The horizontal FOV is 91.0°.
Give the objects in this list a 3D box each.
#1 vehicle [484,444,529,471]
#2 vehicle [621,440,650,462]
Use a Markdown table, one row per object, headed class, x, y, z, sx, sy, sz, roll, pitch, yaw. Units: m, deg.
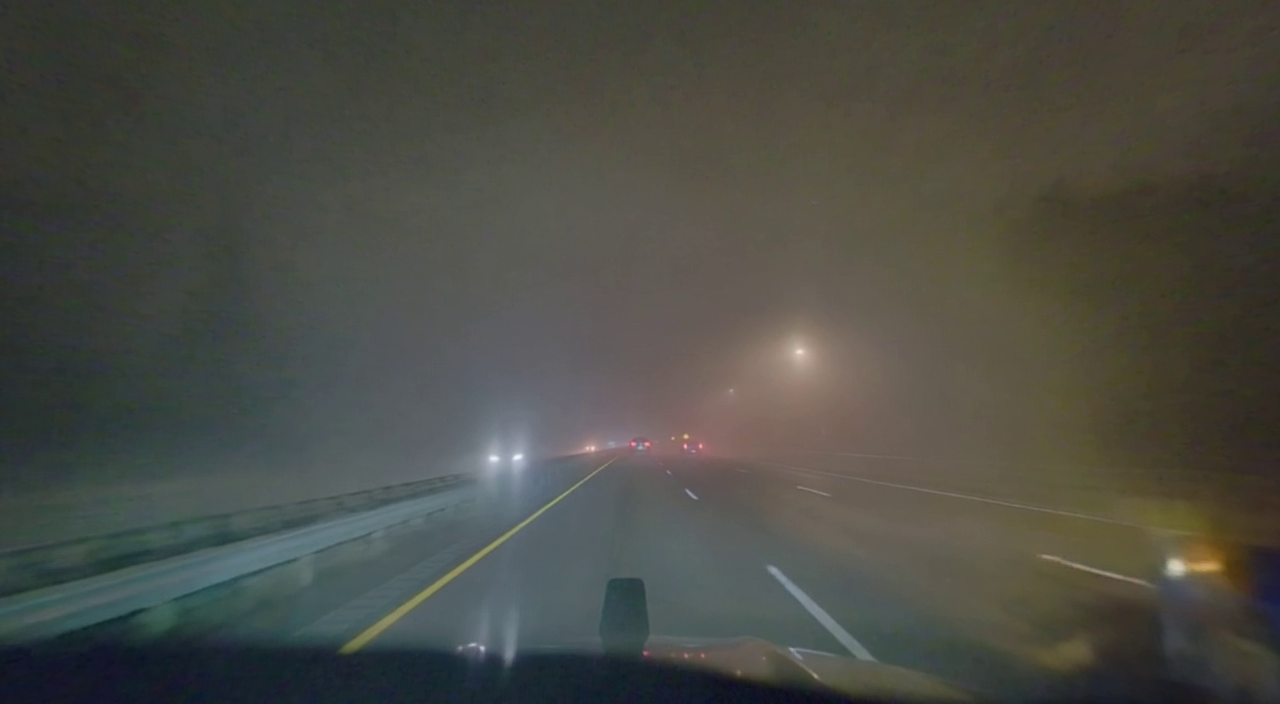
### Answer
| class | x | y | z | sx | sy | sz | roll | pitch | yaw |
| --- | --- | --- | --- | --- | --- | --- | --- | --- | --- |
| vehicle | -7.800 | 6.168 | 37.055 | 1.776 | 1.494 | 3.837 | 0 | -8 | 1 |
| vehicle | -0.297 | 7.225 | 46.102 | 2.009 | 1.554 | 4.013 | 0 | -8 | 0 |
